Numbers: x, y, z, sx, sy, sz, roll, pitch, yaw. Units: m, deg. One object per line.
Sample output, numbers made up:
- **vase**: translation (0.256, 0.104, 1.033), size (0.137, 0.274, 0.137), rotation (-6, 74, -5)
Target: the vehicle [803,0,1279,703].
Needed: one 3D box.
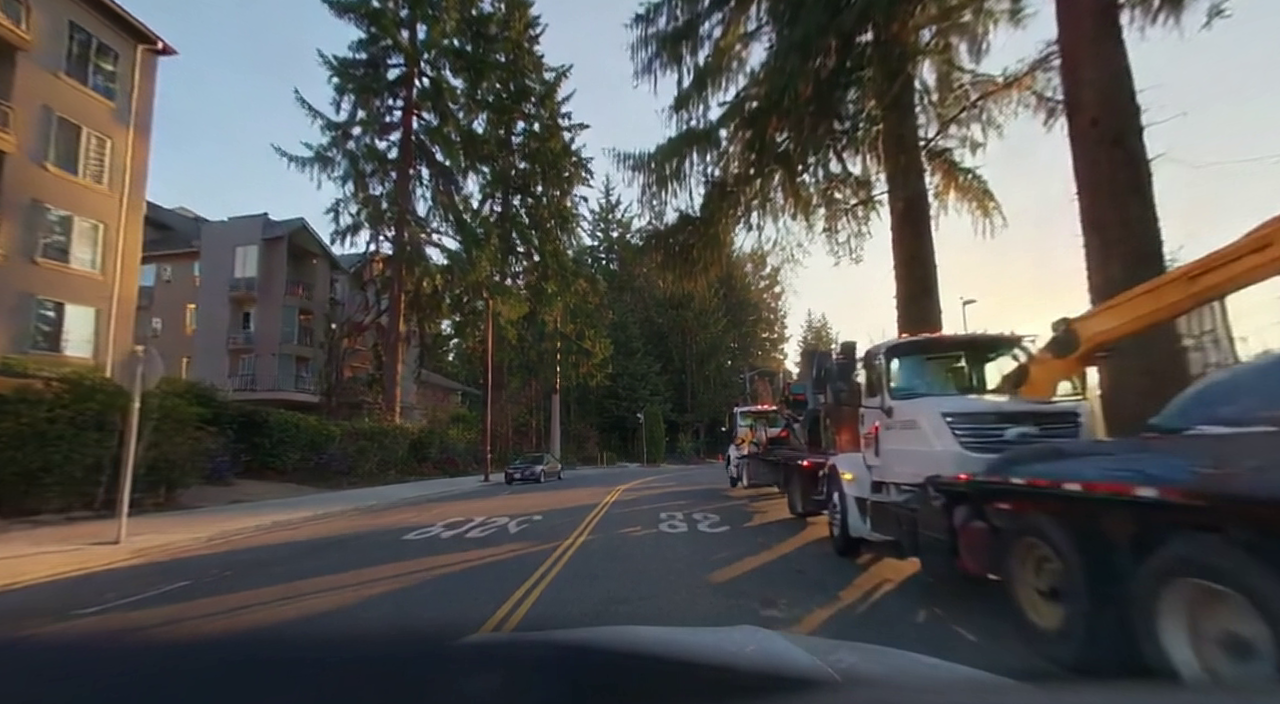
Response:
- **vehicle**: translation (3.864, 0.325, 4.491), size (3.107, 3.379, 8.460), rotation (-1, -8, 0)

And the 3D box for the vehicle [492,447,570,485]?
- **vehicle**: translation (-4.525, 4.787, 26.927), size (1.930, 1.487, 4.213), rotation (-2, -9, 10)
